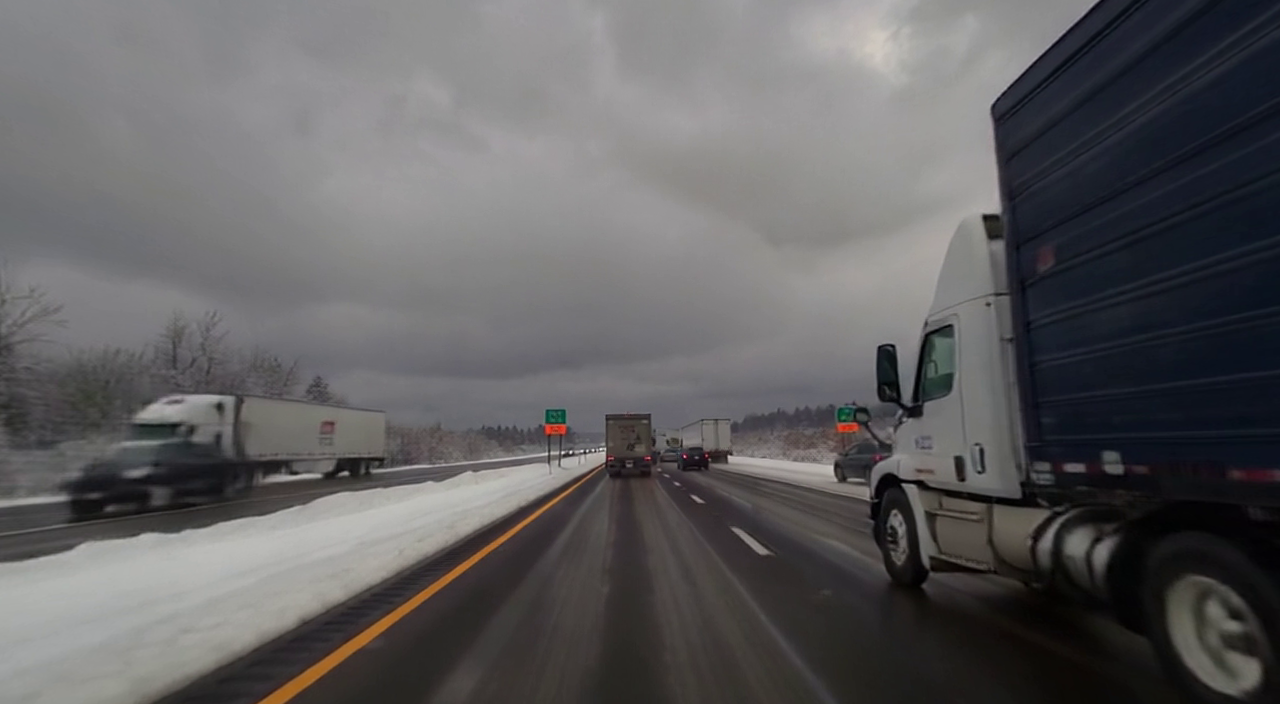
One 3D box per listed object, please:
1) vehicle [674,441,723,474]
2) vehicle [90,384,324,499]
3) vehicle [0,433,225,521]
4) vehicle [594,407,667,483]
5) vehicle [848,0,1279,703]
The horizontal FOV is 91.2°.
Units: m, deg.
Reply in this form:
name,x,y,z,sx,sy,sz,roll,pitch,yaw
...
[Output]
name,x,y,z,sx,sy,sz,roll,pitch,yaw
vehicle,3.045,5.600,33.424,2.127,1.642,3.899,0,-9,-1
vehicle,-18.011,3.962,27.541,3.003,4.059,10.427,0,-9,-2
vehicle,-13.297,3.108,16.124,2.044,1.914,4.638,0,-9,0
vehicle,-0.221,3.855,25.924,2.506,2.743,6.093,-1,-9,4
vehicle,3.866,-0.469,1.473,2.972,4.007,10.643,0,-9,0
